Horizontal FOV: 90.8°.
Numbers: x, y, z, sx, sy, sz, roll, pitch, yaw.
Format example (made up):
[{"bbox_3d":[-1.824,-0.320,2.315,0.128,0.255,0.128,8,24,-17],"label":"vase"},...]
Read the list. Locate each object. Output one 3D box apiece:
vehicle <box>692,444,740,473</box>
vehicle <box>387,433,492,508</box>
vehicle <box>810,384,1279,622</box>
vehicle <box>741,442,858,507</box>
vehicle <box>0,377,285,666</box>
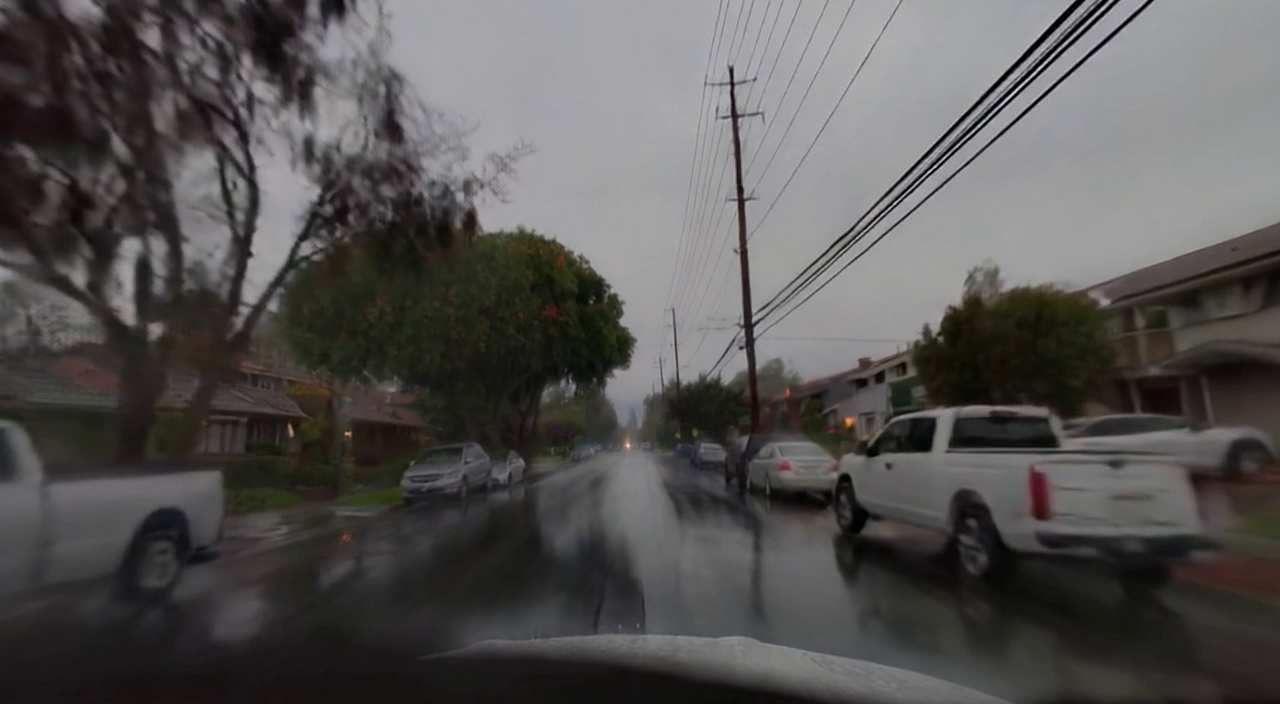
[{"bbox_3d":[4.096,5.821,34.722,1.930,1.470,4.738,0,-9,-1],"label":"vehicle"},{"bbox_3d":[-5.746,3.388,18.724,2.046,1.825,4.627,-2,-8,-6],"label":"vehicle"},{"bbox_3d":[4.116,1.604,7.806,2.279,1.848,5.577,1,-9,-2],"label":"vehicle"},{"bbox_3d":[3.930,3.083,16.380,1.804,1.422,4.497,0,-9,-1],"label":"vehicle"},{"bbox_3d":[-5.402,1.241,4.699,2.285,1.895,5.883,-2,-8,-2],"label":"vehicle"}]
